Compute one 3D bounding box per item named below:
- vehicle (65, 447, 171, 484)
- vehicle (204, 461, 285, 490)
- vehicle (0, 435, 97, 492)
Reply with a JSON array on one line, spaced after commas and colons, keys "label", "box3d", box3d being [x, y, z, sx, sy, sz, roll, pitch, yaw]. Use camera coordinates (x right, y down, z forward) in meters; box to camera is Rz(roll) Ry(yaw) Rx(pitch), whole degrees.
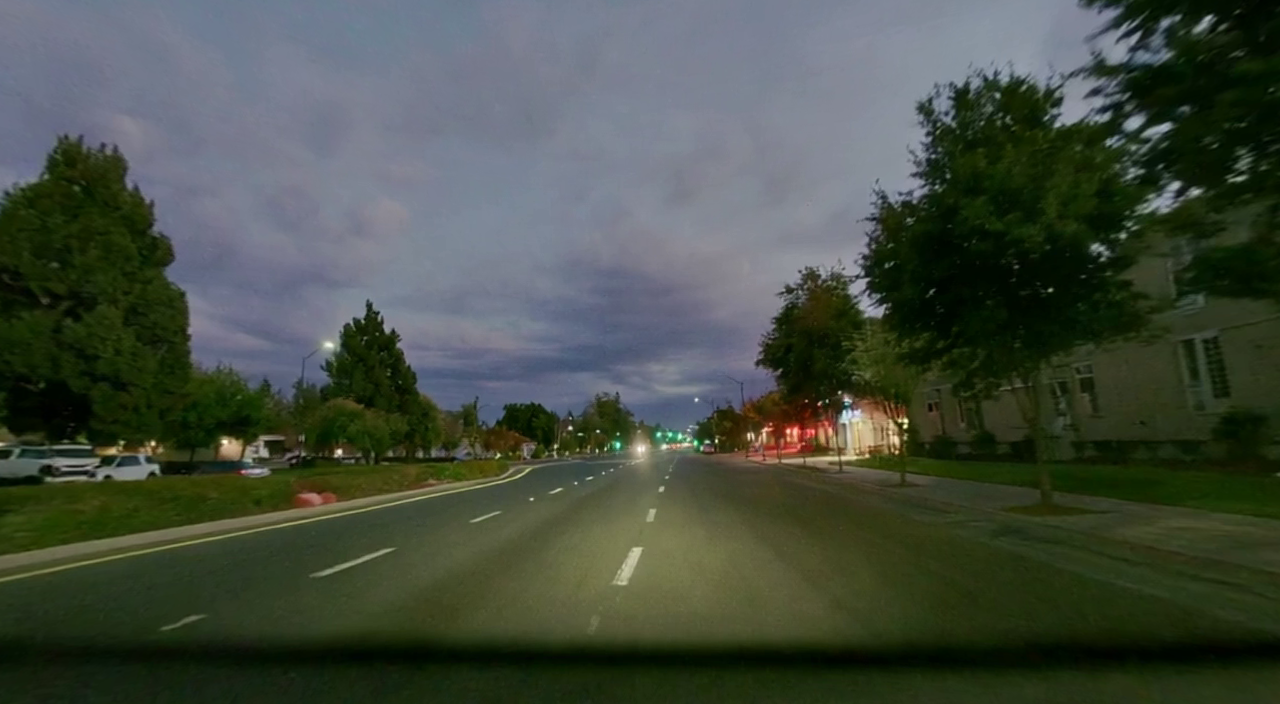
[{"label": "vehicle", "box3d": [-22.862, 4.965, 27.835, 1.321, 1.485, 3.681, 0, -9, 3]}, {"label": "vehicle", "box3d": [-22.071, 6.887, 35.446, 1.618, 1.425, 4.159, -1, -9, 4]}, {"label": "vehicle", "box3d": [-22.886, 3.984, 22.707, 1.693, 1.922, 5.304, -1, -9, 4]}]
